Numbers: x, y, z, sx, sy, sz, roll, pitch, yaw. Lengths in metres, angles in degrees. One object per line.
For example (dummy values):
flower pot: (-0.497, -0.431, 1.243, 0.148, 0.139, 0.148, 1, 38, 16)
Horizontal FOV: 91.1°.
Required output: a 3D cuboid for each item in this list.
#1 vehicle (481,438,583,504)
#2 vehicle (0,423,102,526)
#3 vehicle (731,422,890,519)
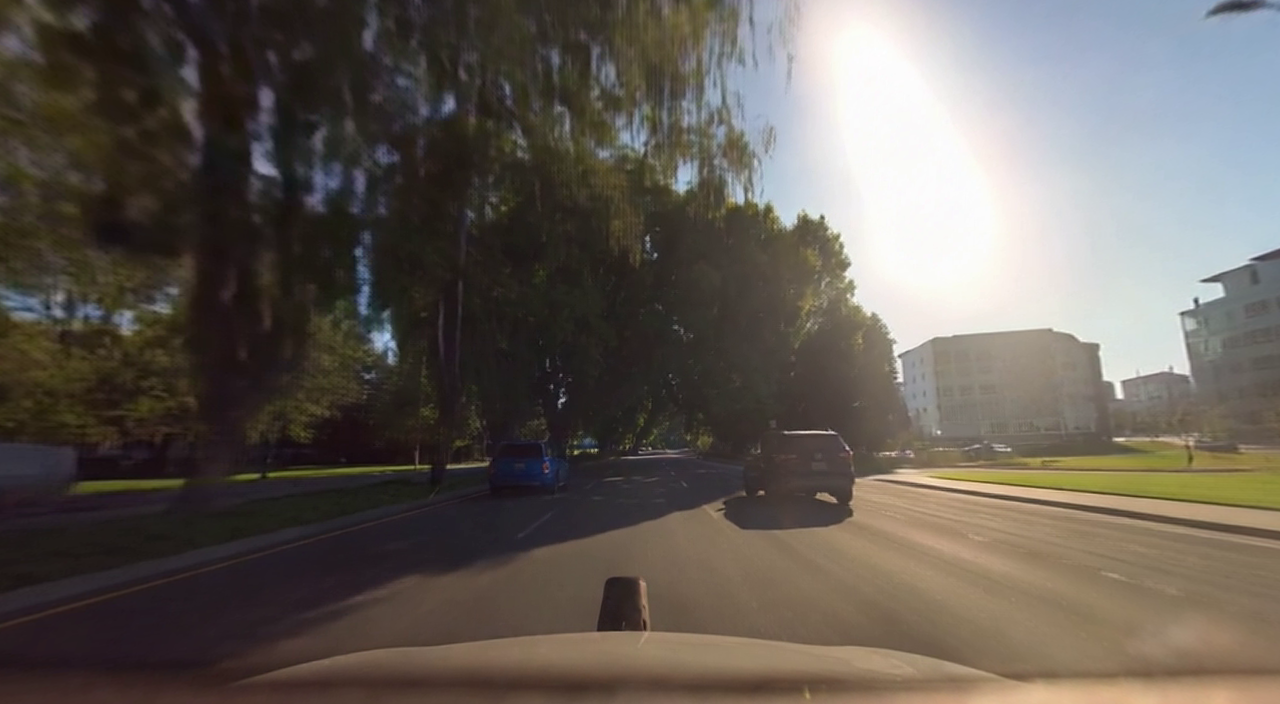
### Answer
vehicle: (-2.904, 3.304, 17.920, 2.025, 1.635, 4.293, 0, -8, 1)
vehicle: (-19.828, 3.289, 16.496, 2.891, 2.907, 9.406, 0, -9, 1)
vehicle: (3.519, 2.561, 14.141, 2.087, 1.759, 5.040, 0, -8, -1)
